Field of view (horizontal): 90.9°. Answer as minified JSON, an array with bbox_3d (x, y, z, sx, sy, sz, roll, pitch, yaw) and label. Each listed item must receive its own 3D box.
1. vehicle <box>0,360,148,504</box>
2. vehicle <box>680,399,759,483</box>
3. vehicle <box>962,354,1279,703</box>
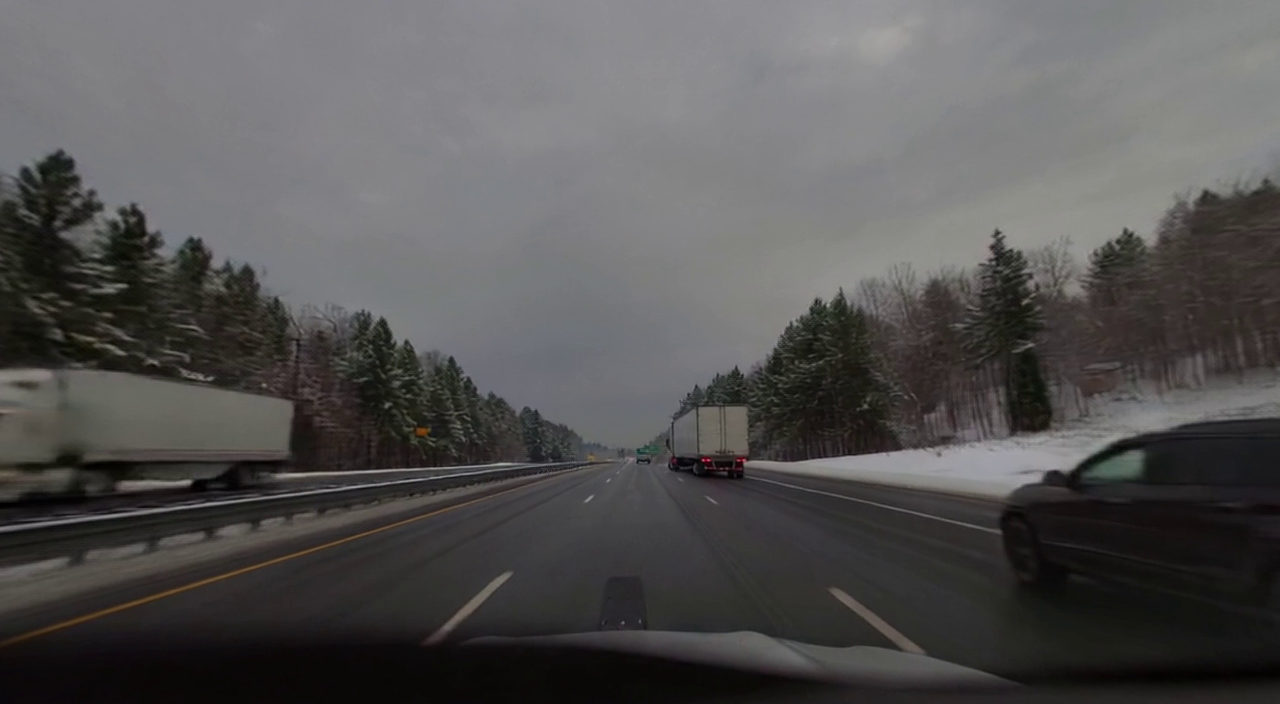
[{"bbox_3d":[-19.041,2.504,19.257,2.947,3.912,5.781,0,-9,1],"label":"vehicle"},{"bbox_3d":[4.154,5.081,35.487,3.117,3.971,10.593,1,-9,1],"label":"vehicle"},{"bbox_3d":[3.746,0.913,3.075,2.096,1.653,4.185,0,-9,0],"label":"vehicle"}]
